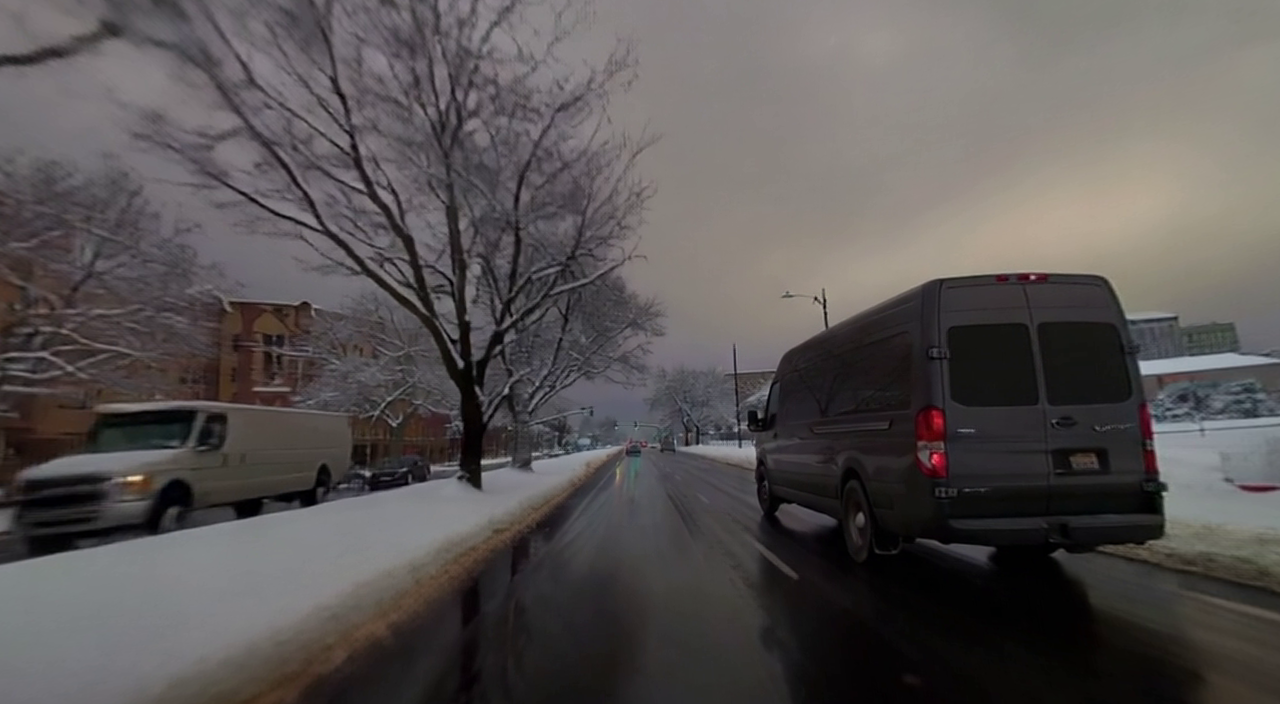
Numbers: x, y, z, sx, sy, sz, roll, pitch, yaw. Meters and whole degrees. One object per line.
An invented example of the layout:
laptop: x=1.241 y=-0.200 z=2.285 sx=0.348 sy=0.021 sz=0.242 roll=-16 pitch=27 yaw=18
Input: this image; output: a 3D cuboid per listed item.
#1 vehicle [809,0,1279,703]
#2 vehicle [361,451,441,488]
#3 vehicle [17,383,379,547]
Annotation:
vehicle: x=3.976 y=0.243 z=4.187 sx=2.731 sy=3.407 sz=10.262 roll=0 pitch=-9 yaw=-1
vehicle: x=-13.830 y=6.791 z=37.022 sx=2.290 sy=1.943 sz=5.833 roll=-1 pitch=-9 yaw=1
vehicle: x=-10.258 y=2.829 z=16.649 sx=3.257 sy=3.085 sz=9.164 roll=0 pitch=-9 yaw=-3
